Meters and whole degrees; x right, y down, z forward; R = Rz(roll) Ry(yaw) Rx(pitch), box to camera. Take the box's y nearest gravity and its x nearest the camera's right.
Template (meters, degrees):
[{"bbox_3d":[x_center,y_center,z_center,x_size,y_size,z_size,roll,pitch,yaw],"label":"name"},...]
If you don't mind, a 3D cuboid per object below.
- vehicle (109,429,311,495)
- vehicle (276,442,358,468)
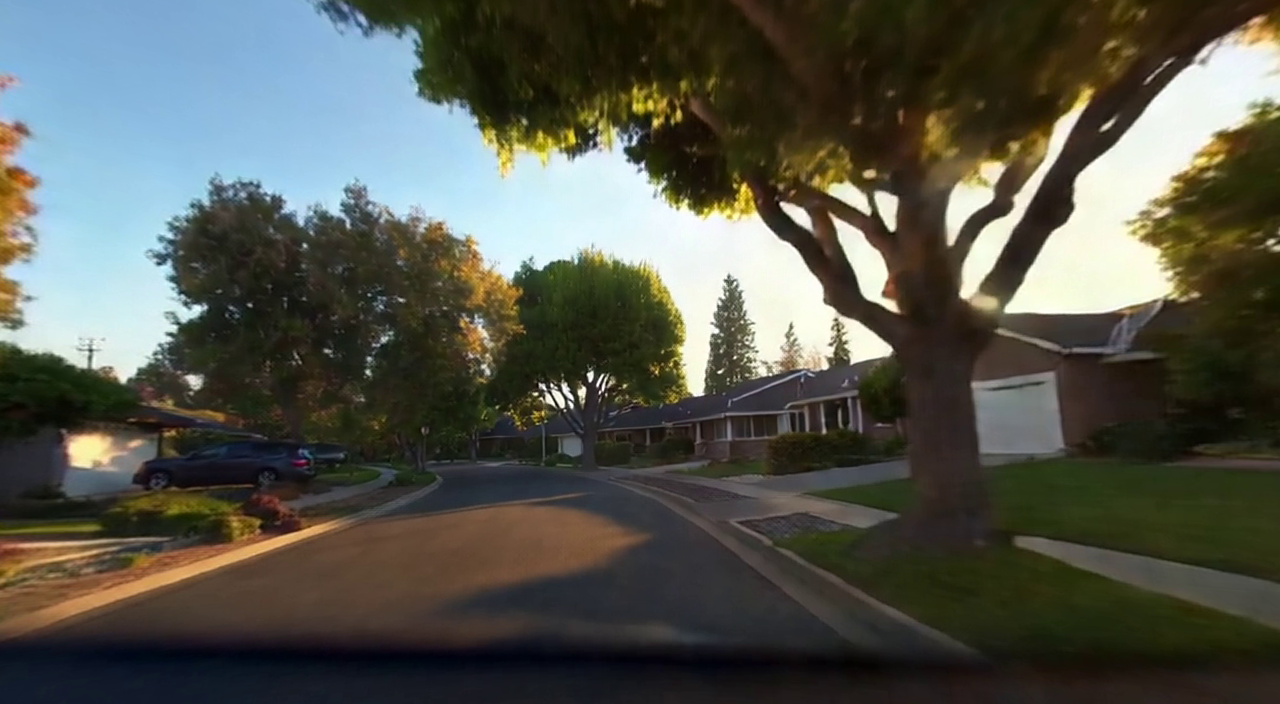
[{"bbox_3d":[-13.403,3.440,20.116,4.961,1.757,1.971,2,-9,-24],"label":"vehicle"},{"bbox_3d":[-20.999,6.717,41.139,4.471,1.638,1.877,3,-9,-19],"label":"vehicle"}]
